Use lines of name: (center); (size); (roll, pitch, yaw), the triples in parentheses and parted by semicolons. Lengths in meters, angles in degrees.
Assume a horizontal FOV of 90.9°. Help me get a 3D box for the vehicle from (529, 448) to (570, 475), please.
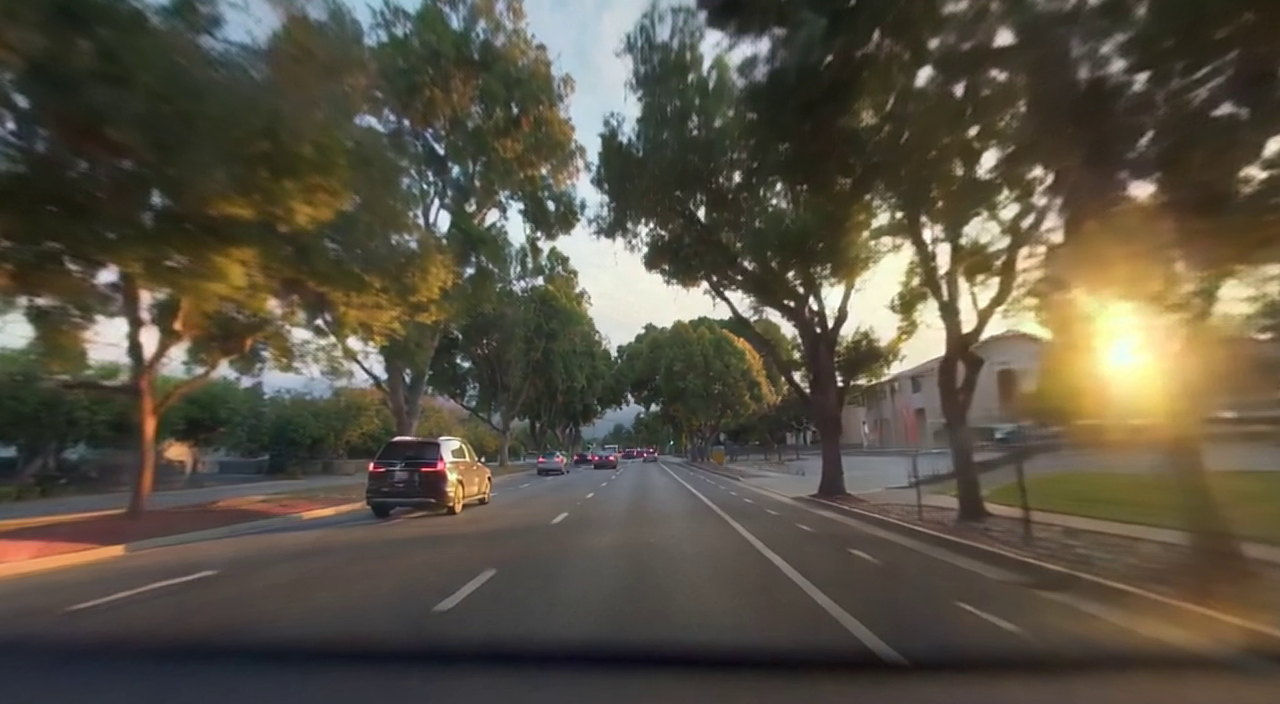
vehicle: (-6.026, 7.384, 42.533); (1.985, 1.708, 4.310); (0, -9, 2)

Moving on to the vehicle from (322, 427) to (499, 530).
vehicle: (-4.457, 2.531, 13.117); (2.123, 1.761, 4.322); (0, -9, -1)
